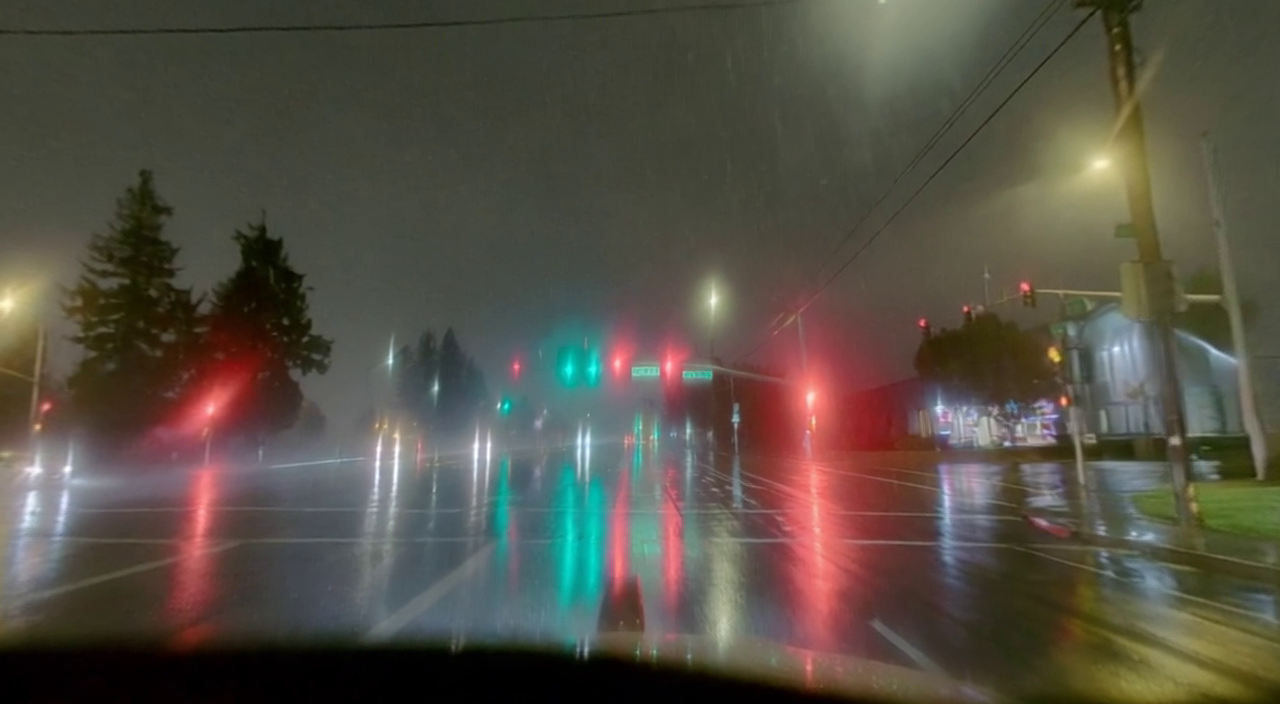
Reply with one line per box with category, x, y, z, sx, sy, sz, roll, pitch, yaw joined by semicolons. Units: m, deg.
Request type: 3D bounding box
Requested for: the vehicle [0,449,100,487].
vehicle;-25.441;4.774;26.040;4.500;1.465;1.936;0;-8;-1
